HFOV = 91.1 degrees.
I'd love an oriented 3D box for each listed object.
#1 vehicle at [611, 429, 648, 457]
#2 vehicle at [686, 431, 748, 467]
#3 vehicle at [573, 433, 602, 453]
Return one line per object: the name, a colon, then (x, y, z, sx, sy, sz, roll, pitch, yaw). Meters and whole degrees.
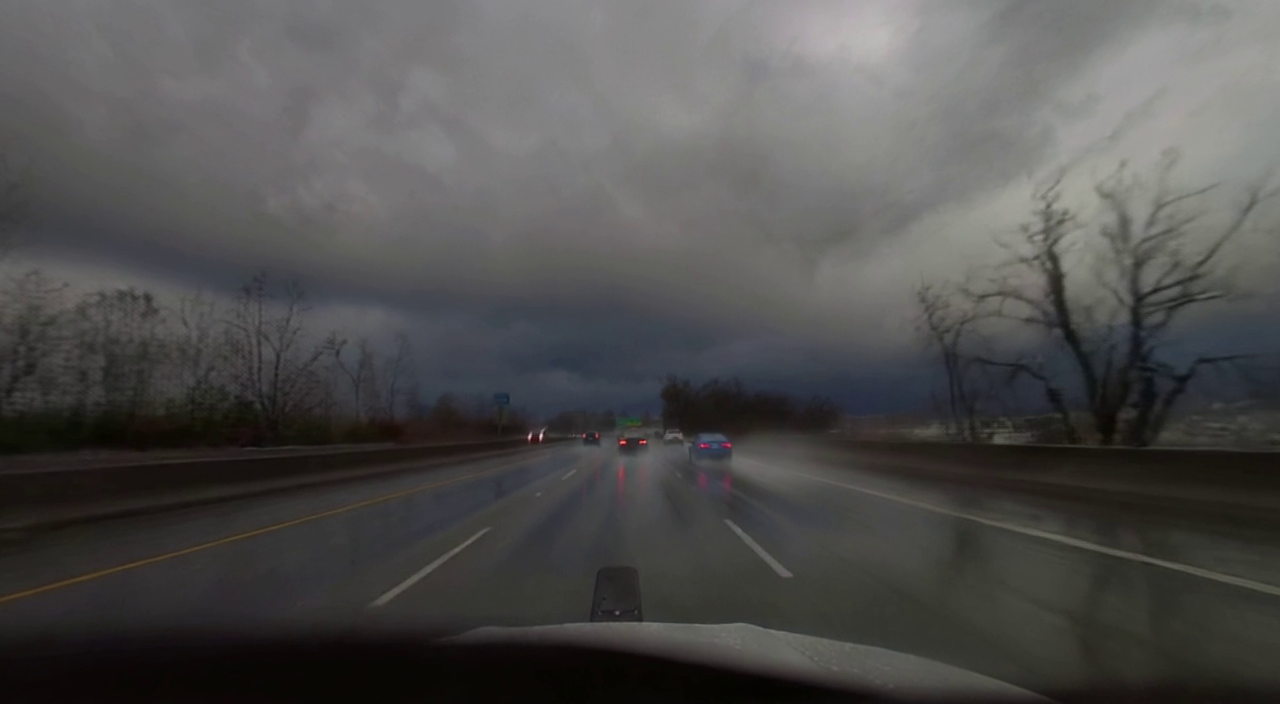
vehicle: (-0.658, 5.708, 39.529, 2.182, 1.680, 4.253, 0, -8, -1)
vehicle: (3.382, 4.338, 28.479, 2.056, 1.479, 4.660, 0, -8, -2)
vehicle: (-4.087, 7.169, 49.760, 2.041, 1.546, 4.080, 0, -8, -1)
